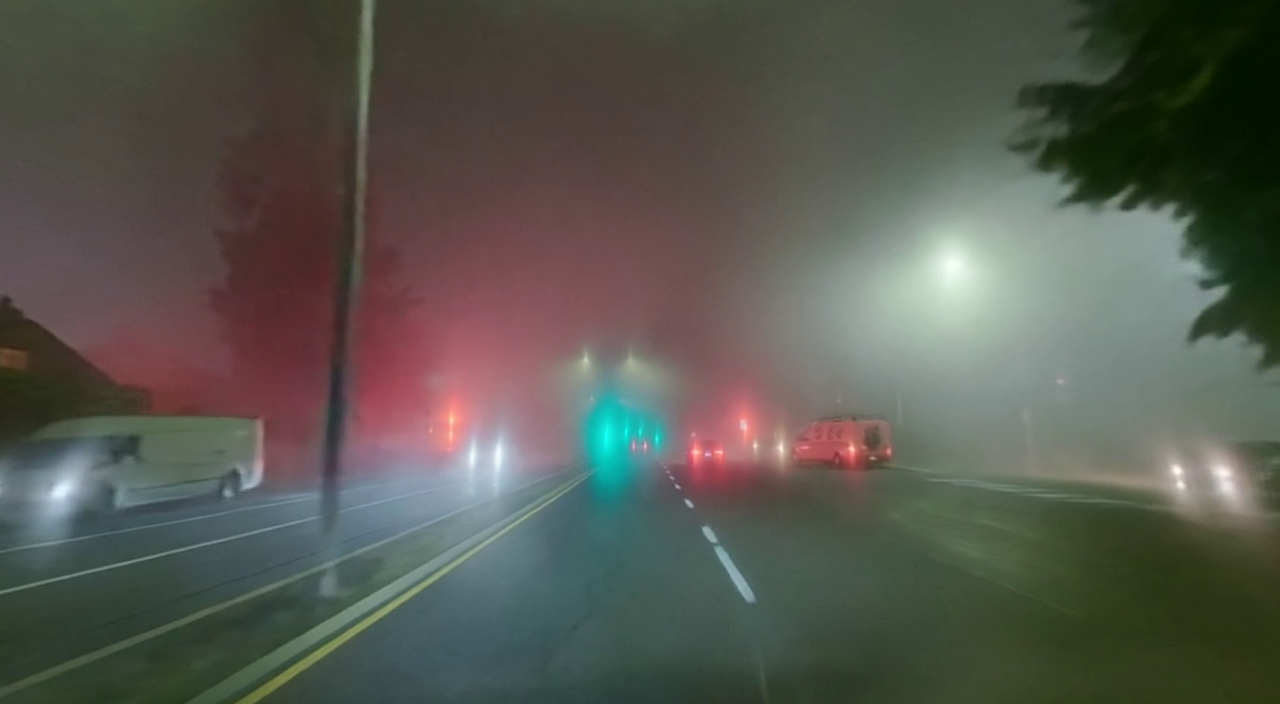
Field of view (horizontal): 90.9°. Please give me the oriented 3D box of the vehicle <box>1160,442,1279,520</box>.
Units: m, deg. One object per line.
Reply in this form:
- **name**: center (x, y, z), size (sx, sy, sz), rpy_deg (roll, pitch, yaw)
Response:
- **vehicle**: center (17.238, 3.220, 15.772), size (2.441, 1.895, 5.935), rpy_deg (6, -10, -37)

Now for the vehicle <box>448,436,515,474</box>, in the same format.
- **vehicle**: center (-7.996, 5.216, 32.258), size (2.178, 1.761, 4.724), rpy_deg (0, -8, 0)

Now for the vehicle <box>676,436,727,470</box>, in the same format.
- **vehicle**: center (2.883, 4.825, 30.244), size (1.960, 1.479, 4.086), rpy_deg (0, -8, -1)

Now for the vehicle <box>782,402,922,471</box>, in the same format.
- **vehicle**: center (9.337, 3.887, 28.802), size (2.331, 2.747, 6.993), rpy_deg (3, -9, -16)

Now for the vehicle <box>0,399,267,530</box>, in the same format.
- **vehicle**: center (-11.975, 2.551, 14.968), size (2.347, 2.428, 6.149), rpy_deg (0, -8, 1)
